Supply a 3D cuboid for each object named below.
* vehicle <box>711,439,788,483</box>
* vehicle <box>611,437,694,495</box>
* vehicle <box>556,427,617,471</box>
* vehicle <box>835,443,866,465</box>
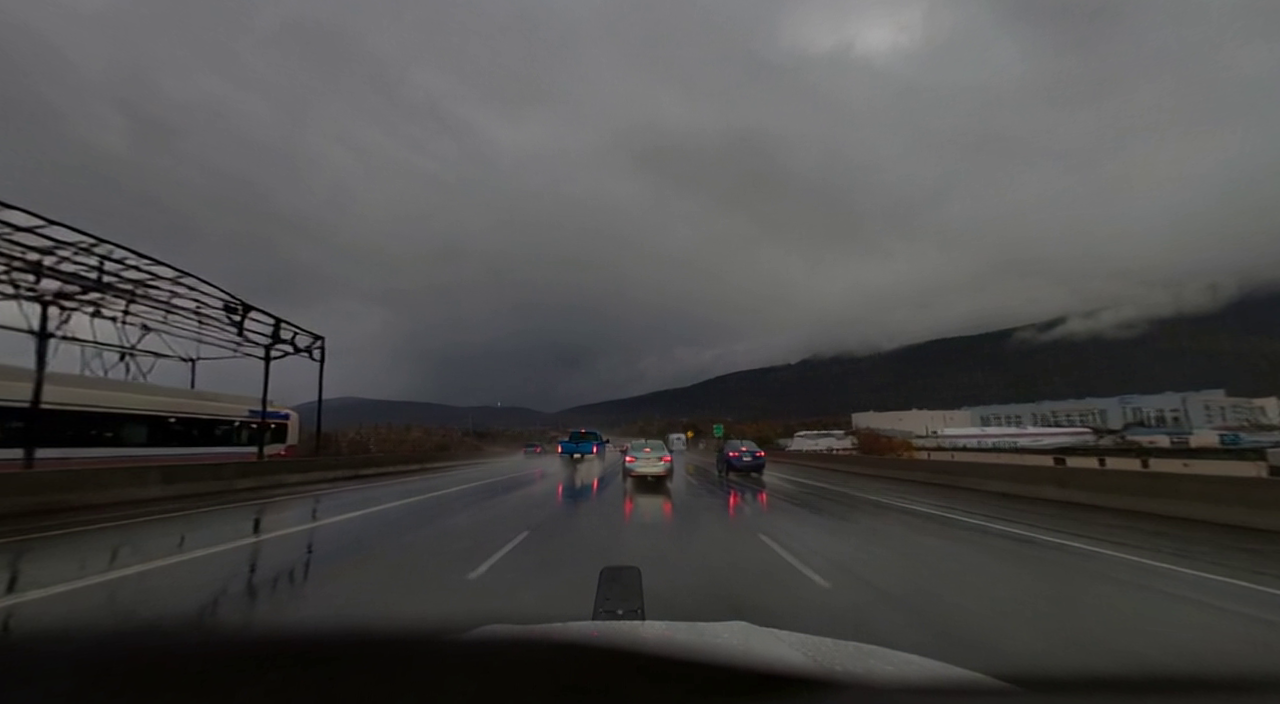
[{"bbox_3d":[4.015,4.080,23.929,2.023,1.510,4.773,0,-8,-1],"label":"vehicle"},{"bbox_3d":[0.313,3.293,18.534,2.171,1.493,4.081,0,-8,0],"label":"vehicle"},{"bbox_3d":[-2.830,5.441,35.480,2.733,2.230,6.820,0,-8,1],"label":"vehicle"},{"bbox_3d":[16.389,7.946,49.221,1.778,1.564,3.906,-1,-9,11],"label":"vehicle"}]
